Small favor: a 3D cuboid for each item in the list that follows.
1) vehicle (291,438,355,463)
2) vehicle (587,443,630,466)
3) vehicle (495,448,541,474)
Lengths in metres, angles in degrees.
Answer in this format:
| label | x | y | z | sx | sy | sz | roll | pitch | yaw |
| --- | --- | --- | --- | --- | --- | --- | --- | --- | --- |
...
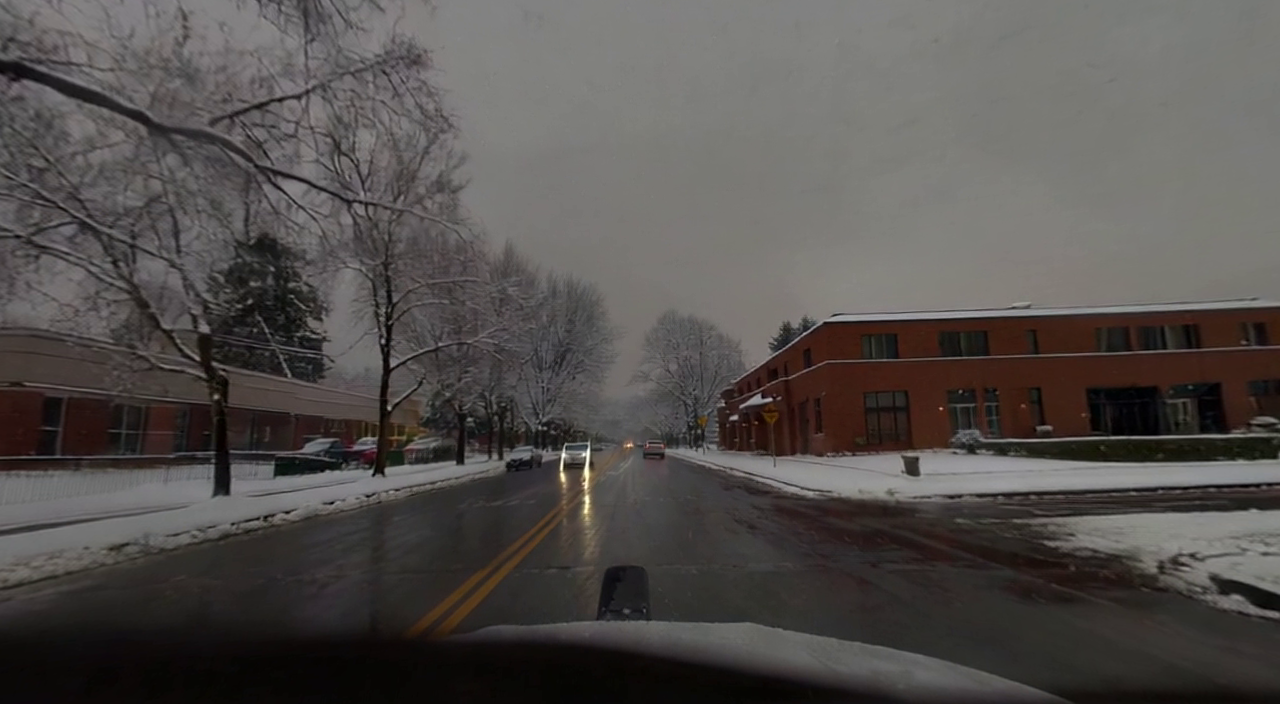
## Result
| label | x | y | z | sx | sy | sz | roll | pitch | yaw |
| --- | --- | --- | --- | --- | --- | --- | --- | --- | --- |
| vehicle | -21.437 | 6.691 | 42.809 | 1.906 | 1.596 | 4.599 | 0 | -8 | 1 |
| vehicle | -2.507 | 7.895 | 48.829 | 2.154 | 1.641 | 4.254 | 3 | -9 | -20 |
| vehicle | -7.310 | 6.553 | 38.129 | 1.930 | 1.463 | 4.195 | 0 | -8 | 0 |
